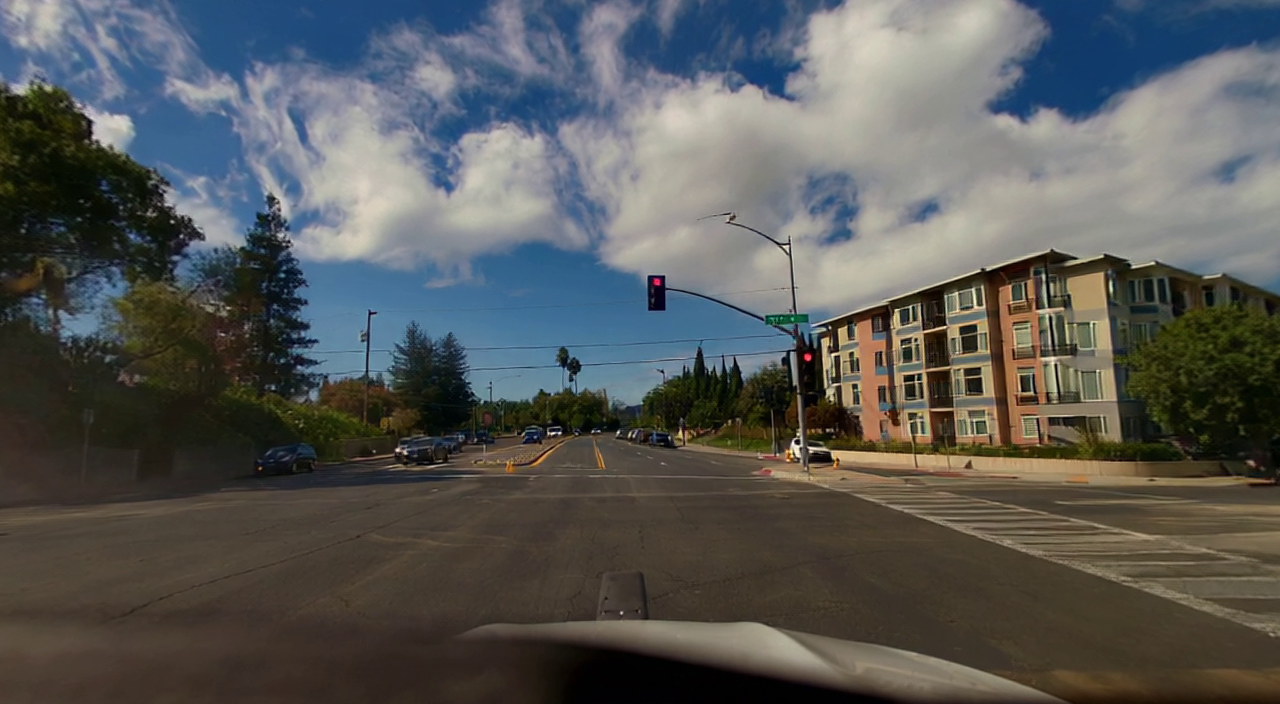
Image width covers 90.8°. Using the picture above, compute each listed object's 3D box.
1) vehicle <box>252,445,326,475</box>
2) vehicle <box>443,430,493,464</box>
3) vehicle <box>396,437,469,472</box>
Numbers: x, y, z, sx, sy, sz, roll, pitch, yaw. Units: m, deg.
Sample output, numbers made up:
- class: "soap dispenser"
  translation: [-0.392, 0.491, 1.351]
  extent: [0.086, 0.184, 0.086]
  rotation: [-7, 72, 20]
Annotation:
- class: "vehicle"
  translation: [-21.049, 6.471, 38.107]
  extent: [1.981, 1.628, 4.336]
  rotation: [0, -9, -1]
- class: "vehicle"
  translation: [-9.768, 5.456, 36.188]
  extent: [1.910, 1.818, 4.057]
  rotation: [0, -9, -3]
- class: "vehicle"
  translation: [-9.660, 4.802, 29.799]
  extent: [2.116, 1.521, 4.294]
  rotation: [0, -9, -2]
